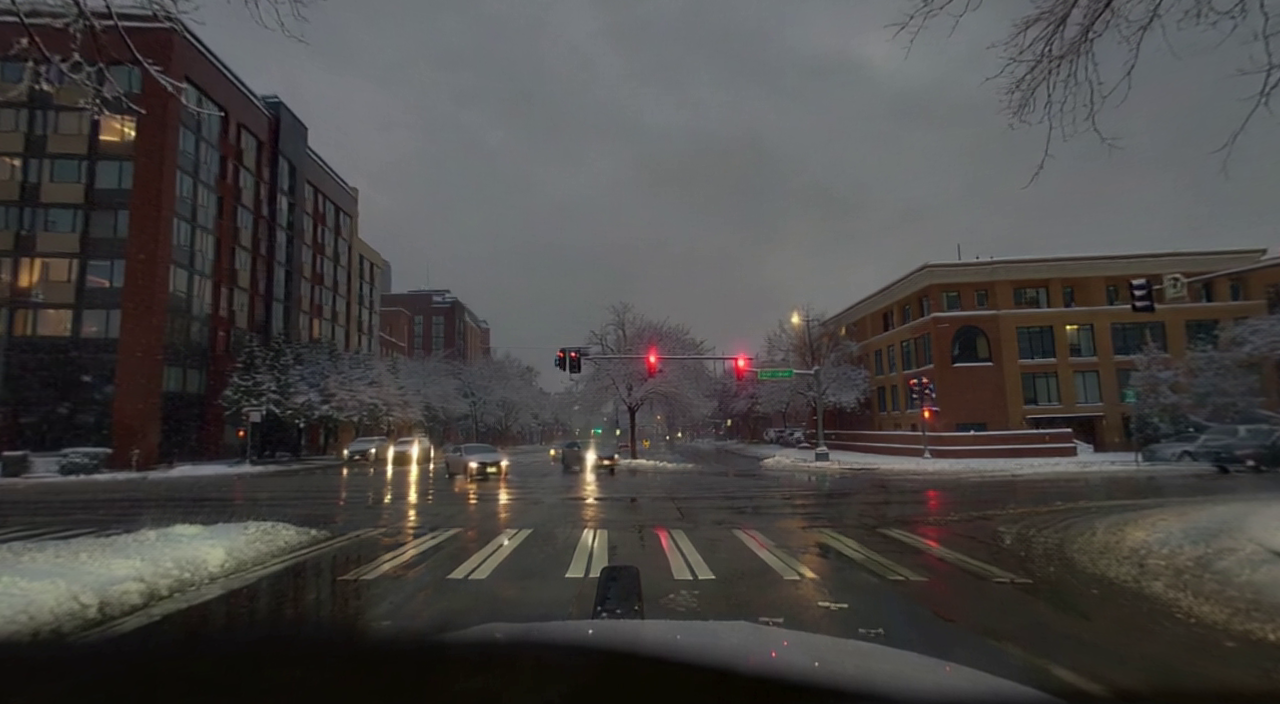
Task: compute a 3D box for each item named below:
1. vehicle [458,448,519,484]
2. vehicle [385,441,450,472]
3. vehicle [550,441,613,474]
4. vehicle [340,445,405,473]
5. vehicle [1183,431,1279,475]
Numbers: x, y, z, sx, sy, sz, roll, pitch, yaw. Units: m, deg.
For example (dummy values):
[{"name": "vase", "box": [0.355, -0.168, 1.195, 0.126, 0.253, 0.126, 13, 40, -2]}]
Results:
[{"name": "vehicle", "box": [-6.180, 4.527, 25.480, 1.910, 1.288, 4.093, 3, -9, -20]}, {"name": "vehicle", "box": [-15.122, 7.124, 43.244, 2.340, 1.946, 5.450, -1, -9, 1]}, {"name": "vehicle", "box": [-2.982, 5.173, 31.263, 2.109, 1.461, 4.637, 3, -9, -19]}, {"name": "vehicle", "box": [-18.542, 7.413, 44.085, 2.237, 1.842, 5.116, 0, -9, 0]}, {"name": "vehicle", "box": [22.328, 3.559, 22.359, 4.474, 1.477, 1.908, 0, -9, -3]}]
